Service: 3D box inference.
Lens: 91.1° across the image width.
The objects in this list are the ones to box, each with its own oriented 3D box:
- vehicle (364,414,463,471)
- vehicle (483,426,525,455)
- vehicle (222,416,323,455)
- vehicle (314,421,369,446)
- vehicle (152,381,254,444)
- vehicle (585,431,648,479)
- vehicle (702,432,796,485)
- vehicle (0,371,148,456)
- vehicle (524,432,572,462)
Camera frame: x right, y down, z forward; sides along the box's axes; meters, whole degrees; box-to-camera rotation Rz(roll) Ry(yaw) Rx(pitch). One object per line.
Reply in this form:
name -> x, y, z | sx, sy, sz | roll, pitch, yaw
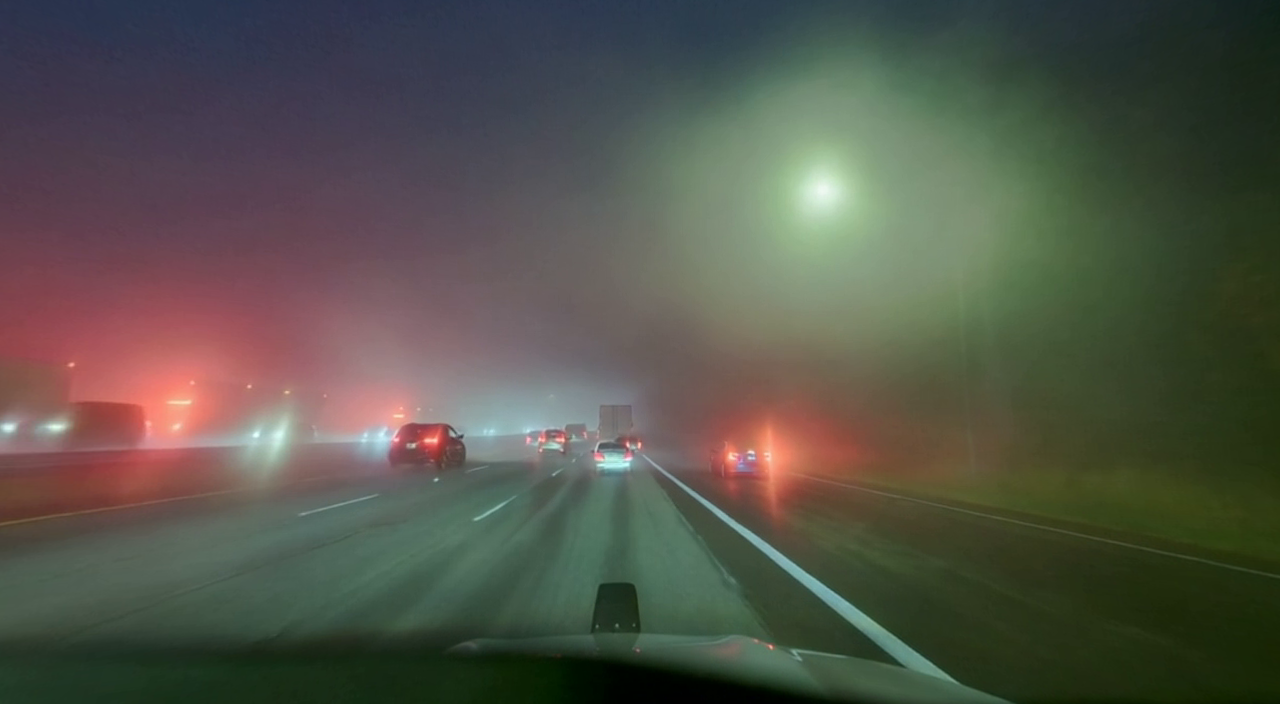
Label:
vehicle -> -8.530, 3.455, 24.212 | 2.158, 1.943, 4.662 | 0, -8, -1
vehicle -> -9.266, 6.072, 43.125 | 1.992, 1.838, 4.493 | 0, -8, -2
vehicle -> -15.707, 3.610, 27.171 | 1.977, 1.542, 4.157 | 0, -8, -3
vehicle -> -20.395, 5.594, 43.100 | 1.831, 1.575, 4.218 | 0, -8, -3
vehicle -> -28.722, 4.099, 41.645 | 2.908, 3.868, 5.411 | 0, -8, -3
vehicle -> -0.796, 3.451, 21.478 | 1.980, 1.478, 3.758 | 0, -8, -2
vehicle -> 3.337, 3.328, 20.127 | 1.981, 1.474, 4.396 | 0, -8, -3
vehicle -> -19.342, 2.083, 20.508 | 2.297, 2.410, 5.389 | 0, -8, -2
vehicle -> -4.832, 5.051, 33.596 | 2.046, 1.493, 4.384 | 0, -8, -2
